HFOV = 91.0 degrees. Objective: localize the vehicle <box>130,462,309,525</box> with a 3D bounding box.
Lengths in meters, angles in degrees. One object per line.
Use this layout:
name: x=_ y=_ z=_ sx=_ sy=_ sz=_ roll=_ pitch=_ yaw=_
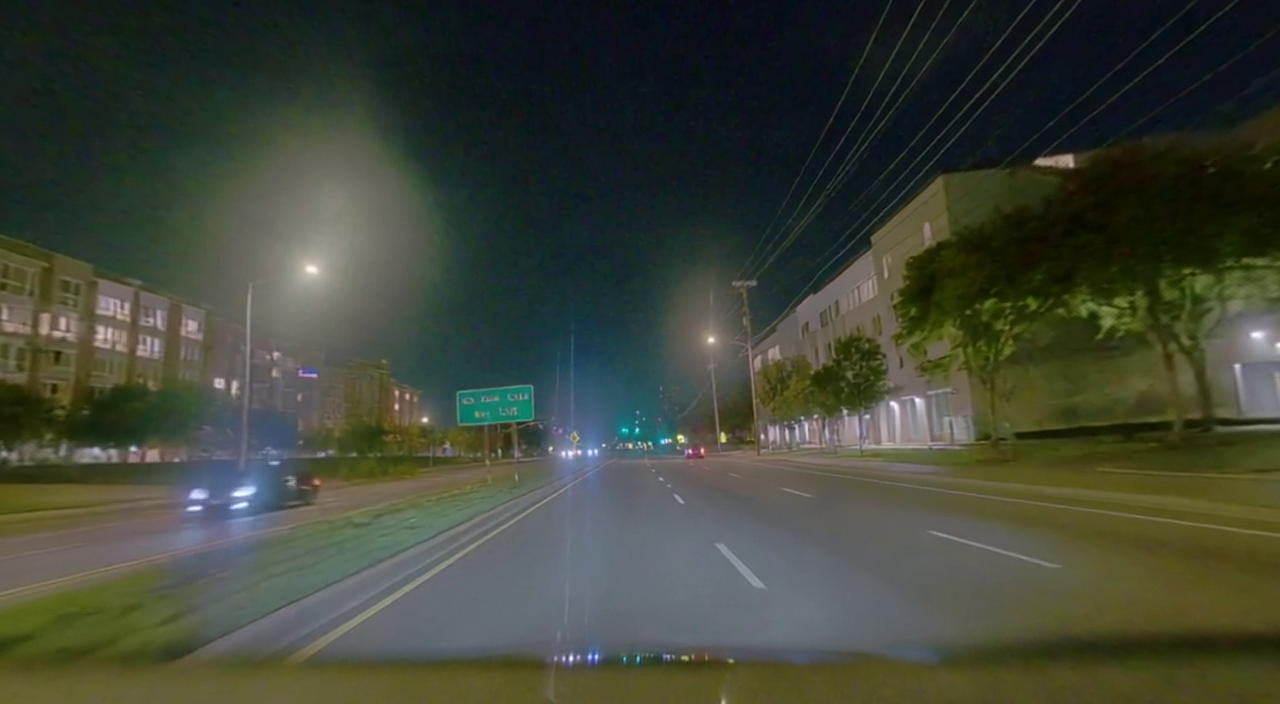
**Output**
vehicle: x=-12.155 y=4.091 z=18.687 sx=2.116 sy=1.470 sz=4.581 roll=-1 pitch=-9 yaw=0
